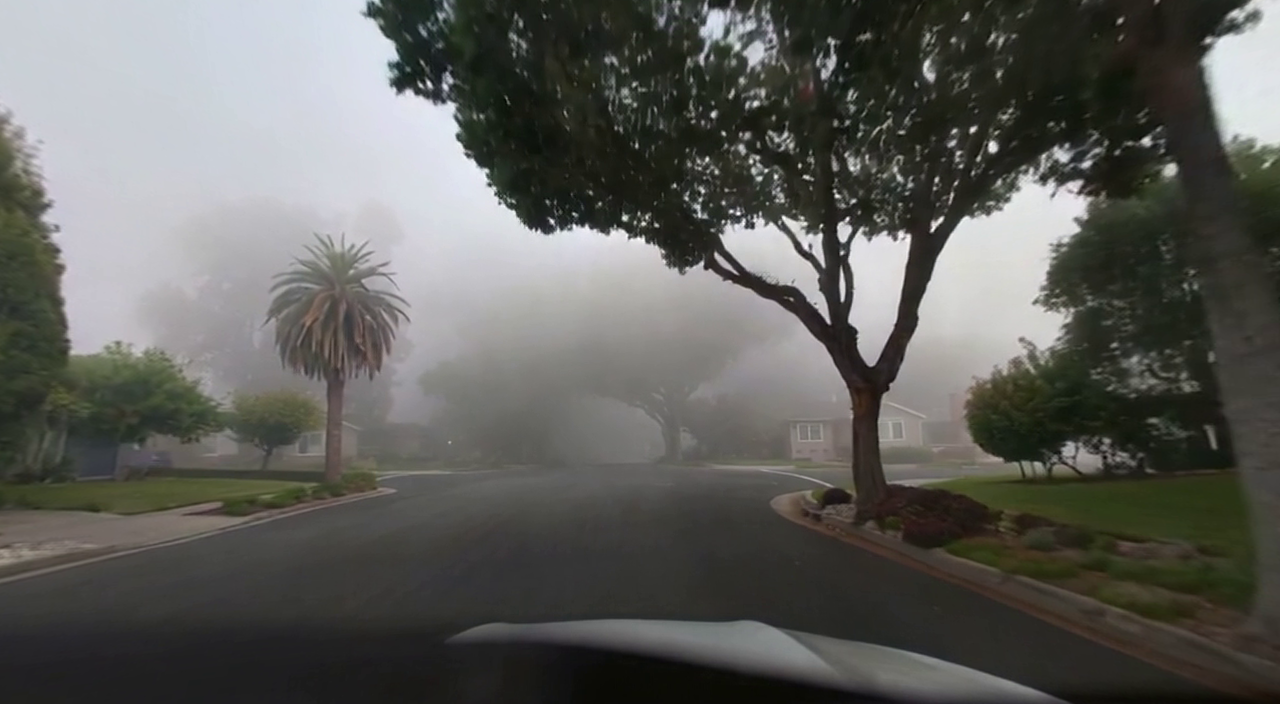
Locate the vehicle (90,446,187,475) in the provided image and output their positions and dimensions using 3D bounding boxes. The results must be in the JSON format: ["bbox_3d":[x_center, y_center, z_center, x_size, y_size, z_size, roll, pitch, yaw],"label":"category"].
[{"bbox_3d":[-30.228,6.565,38.177,4.023,1.692,2.024,0,-11,-2],"label":"vehicle"}]
